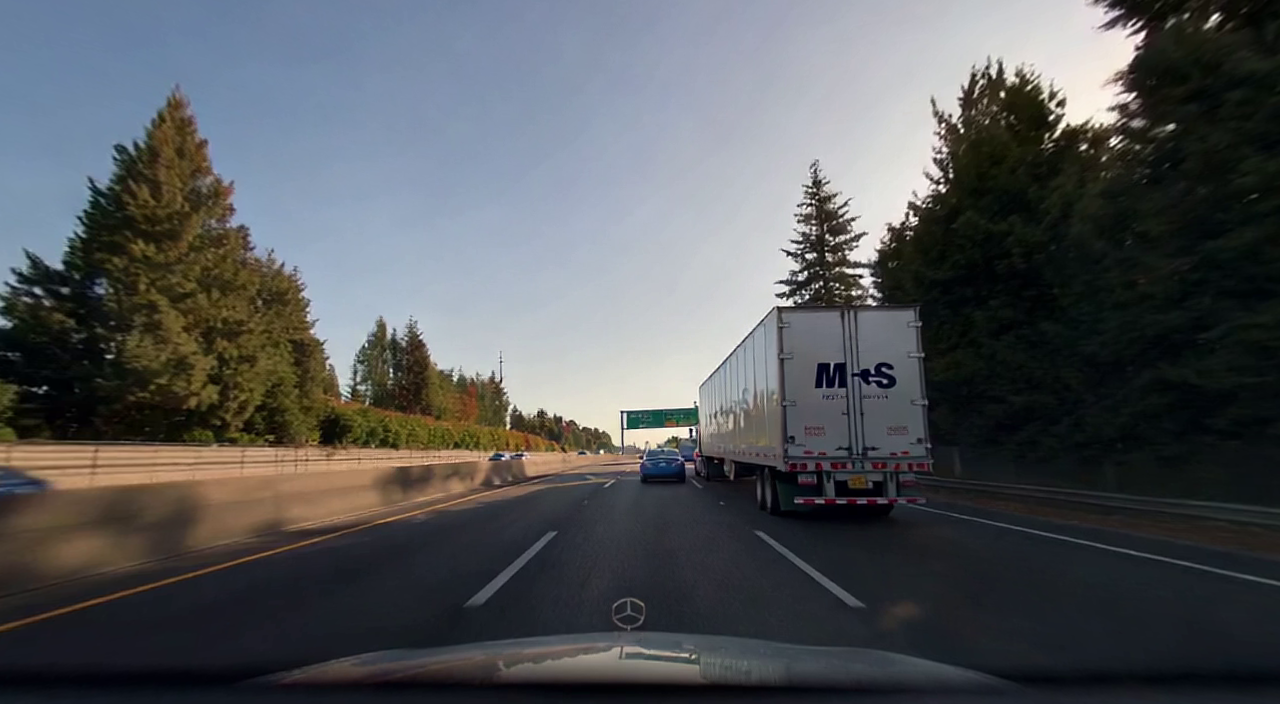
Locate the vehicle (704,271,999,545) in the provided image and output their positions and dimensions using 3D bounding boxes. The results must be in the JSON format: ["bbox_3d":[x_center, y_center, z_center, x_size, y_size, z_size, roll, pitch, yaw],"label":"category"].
[{"bbox_3d":[3.830,1.853,16.495,3.002,4.104,14.174,0,-9,1],"label":"vehicle"}]

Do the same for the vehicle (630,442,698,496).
[{"bbox_3d":[0.726,3.930,21.520,2.121,1.642,3.828,0,-9,0],"label":"vehicle"}]
